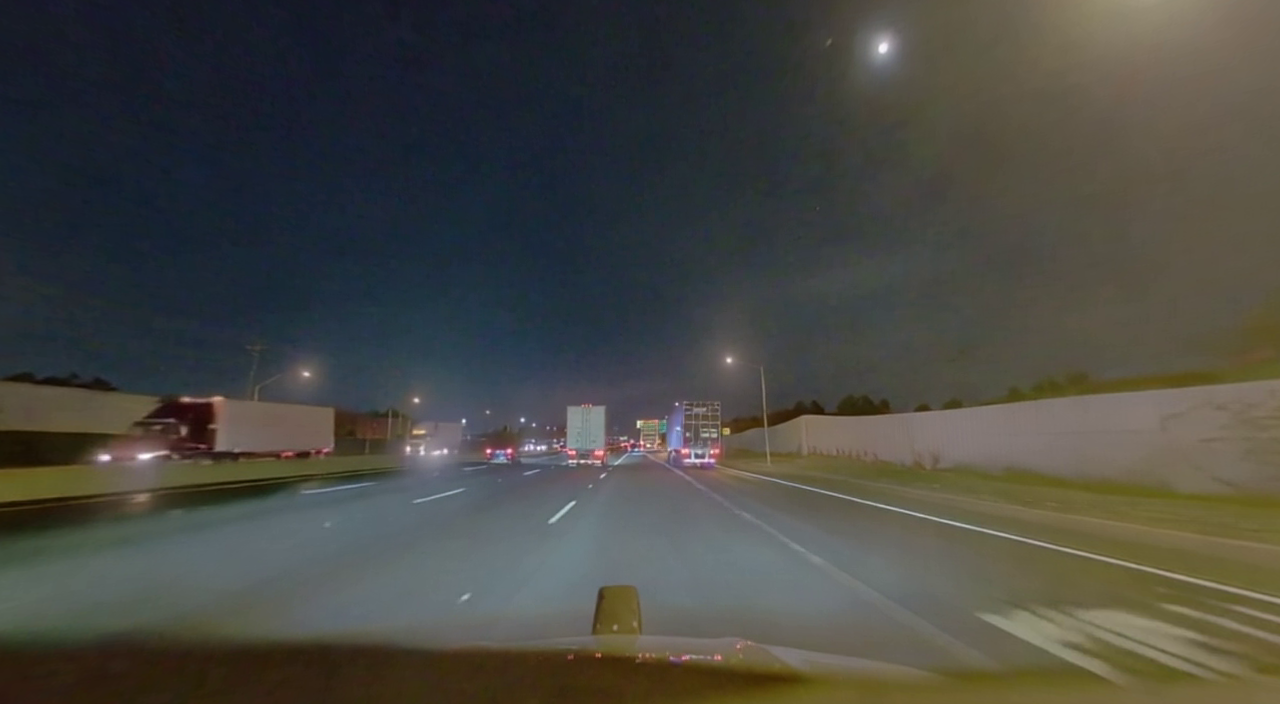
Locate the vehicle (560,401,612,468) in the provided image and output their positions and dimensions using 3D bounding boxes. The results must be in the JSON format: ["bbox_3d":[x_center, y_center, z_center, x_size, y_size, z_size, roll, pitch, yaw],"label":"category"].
[{"bbox_3d":[-3.635,5.957,45.947,2.848,4.098,13.421,1,-7,-1],"label":"vehicle"}]

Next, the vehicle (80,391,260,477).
[{"bbox_3d":[-23.293,4.213,32.129,3.052,3.783,7.778,0,-8,0],"label":"vehicle"}]

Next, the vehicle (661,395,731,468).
[{"bbox_3d":[3.324,5.435,43.024,2.908,3.898,17.275,2,-8,-1],"label":"vehicle"}]

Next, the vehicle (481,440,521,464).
[{"bbox_3d":[-10.292,7.457,47.245,2.132,1.679,4.045,0,-8,-1],"label":"vehicle"}]
